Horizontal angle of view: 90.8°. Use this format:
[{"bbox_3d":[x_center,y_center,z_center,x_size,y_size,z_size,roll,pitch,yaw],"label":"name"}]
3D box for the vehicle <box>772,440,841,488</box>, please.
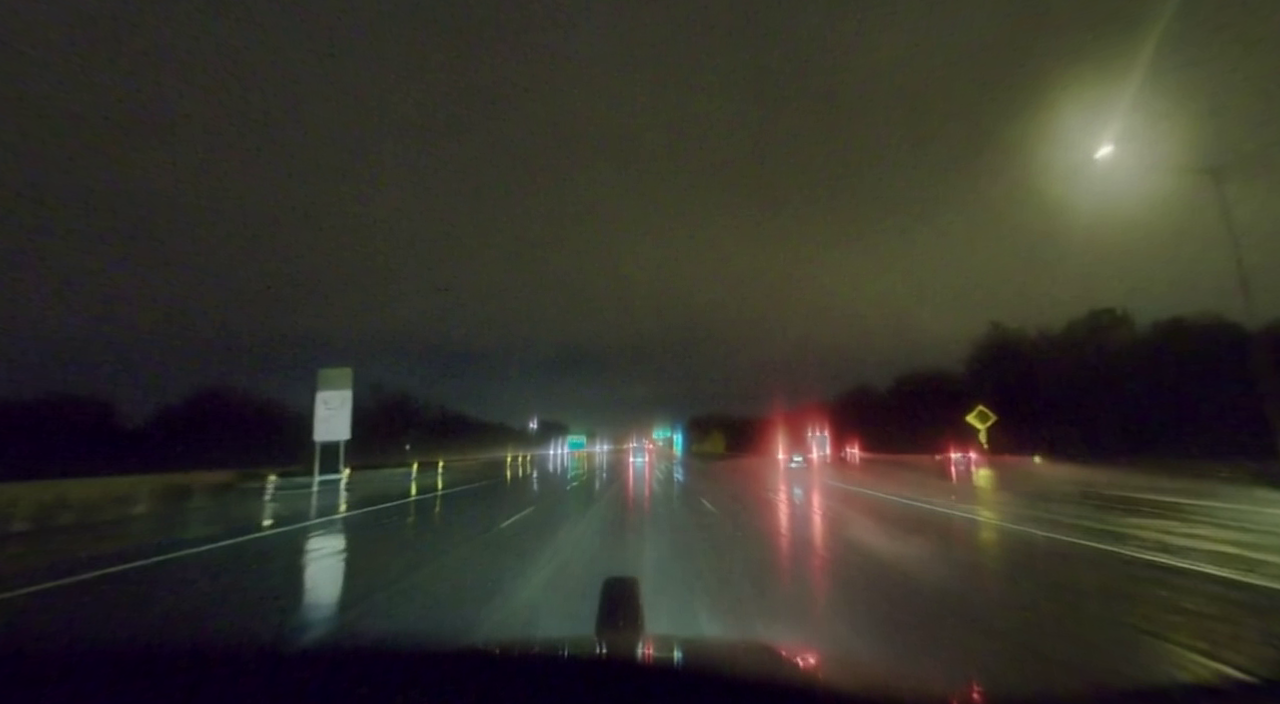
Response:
[{"bbox_3d":[6.636,4.472,25.603,2.133,1.746,4.511,-1,-9,8],"label":"vehicle"}]
